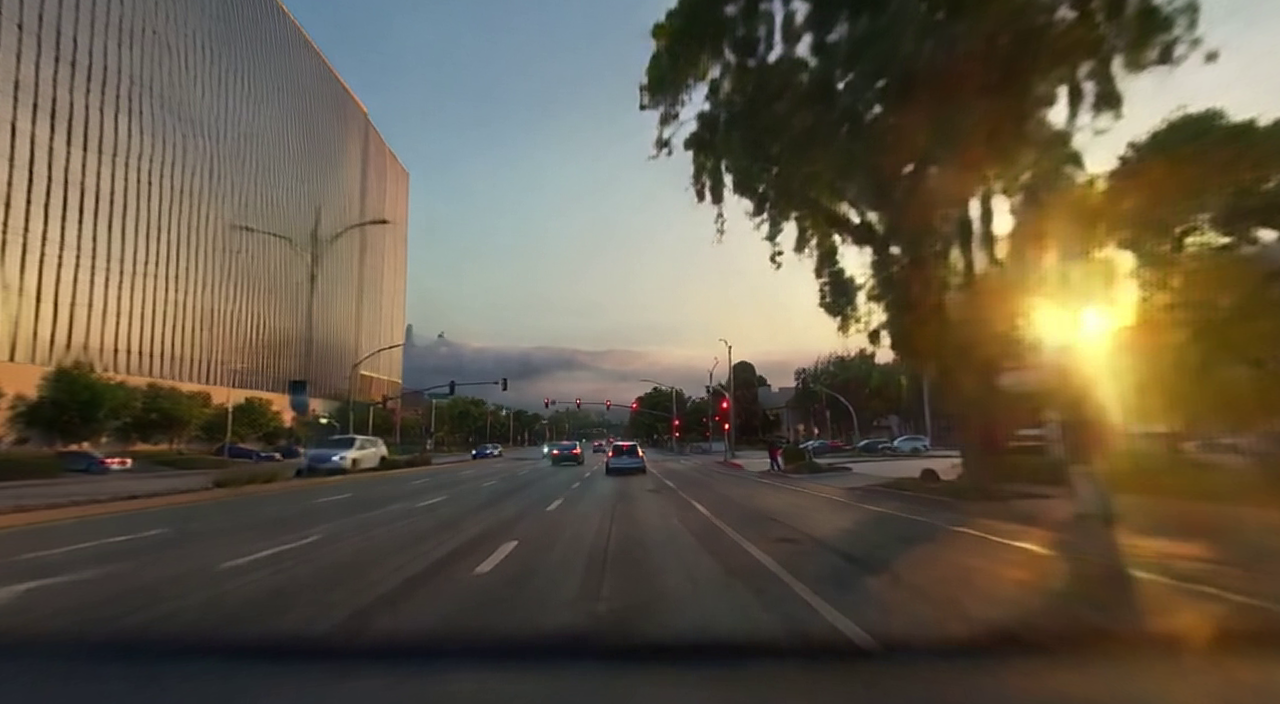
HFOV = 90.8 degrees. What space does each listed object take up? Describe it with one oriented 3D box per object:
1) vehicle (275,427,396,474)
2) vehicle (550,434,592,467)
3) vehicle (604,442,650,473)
[{"bbox_3d":[-15.363,5.036,32.571,2.680,2.131,6.995,0,-8,0],"label":"vehicle"},{"bbox_3d":[-3.942,5.737,36.780,2.001,1.784,4.483,0,-8,0],"label":"vehicle"},{"bbox_3d":[-0.642,4.998,30.149,2.050,1.385,4.096,0,-8,-2],"label":"vehicle"}]
